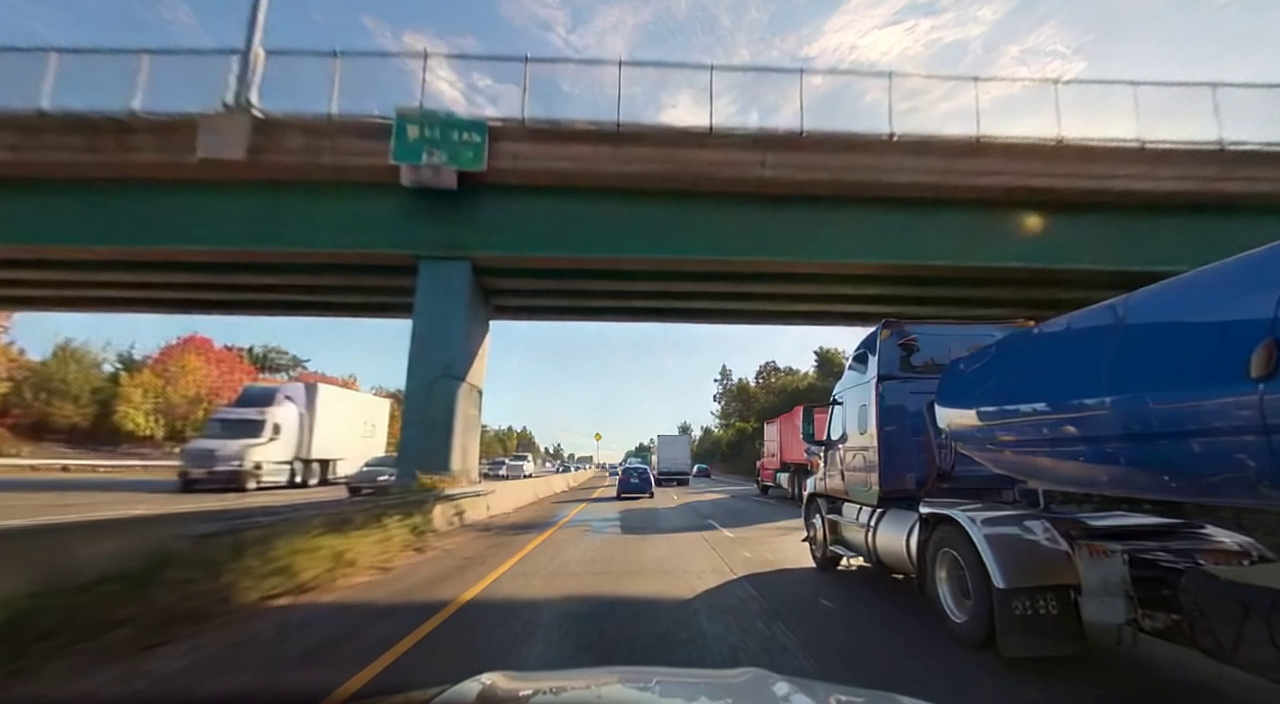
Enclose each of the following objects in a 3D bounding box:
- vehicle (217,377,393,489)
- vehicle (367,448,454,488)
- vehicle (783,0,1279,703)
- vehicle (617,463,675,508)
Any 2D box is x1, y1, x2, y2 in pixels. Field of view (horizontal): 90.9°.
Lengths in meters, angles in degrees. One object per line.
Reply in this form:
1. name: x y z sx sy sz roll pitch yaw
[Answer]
1. vehicle: -13.381 3.536 26.202 3.010 3.930 7.428 1 -10 0
2. vehicle: -9.310 4.789 26.017 1.911 1.455 4.516 1 -11 0
3. vehicle: 3.698 -0.218 2.239 2.831 4.150 14.519 1 -11 -1
4. vehicle: 0.219 5.150 24.478 2.067 1.552 3.601 1 -11 0
